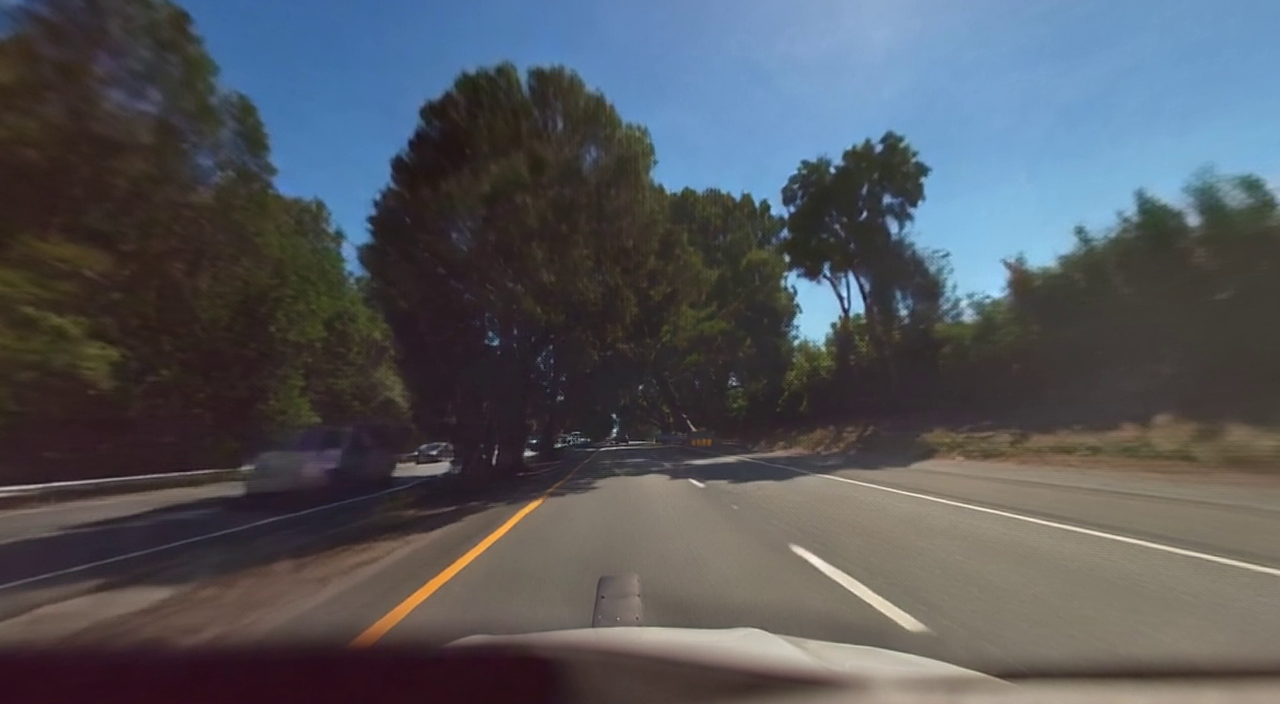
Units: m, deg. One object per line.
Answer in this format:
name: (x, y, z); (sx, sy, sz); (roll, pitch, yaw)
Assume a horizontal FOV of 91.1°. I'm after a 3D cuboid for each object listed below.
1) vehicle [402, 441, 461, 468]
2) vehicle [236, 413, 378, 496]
vehicle: (-14.759, 7.268, 44.837); (2.898, 1.726, 3.957); (0, -8, -1)
vehicle: (-10.456, 3.228, 20.232); (2.115, 2.326, 4.480); (0, -8, -1)
